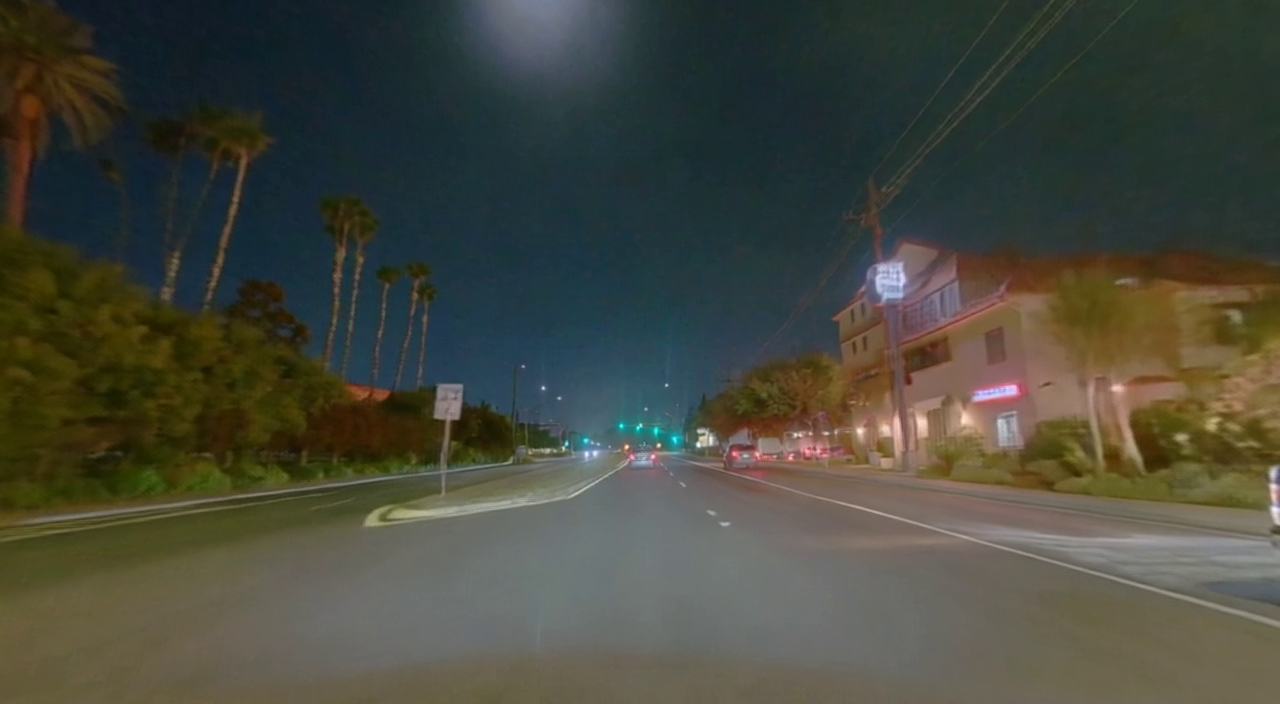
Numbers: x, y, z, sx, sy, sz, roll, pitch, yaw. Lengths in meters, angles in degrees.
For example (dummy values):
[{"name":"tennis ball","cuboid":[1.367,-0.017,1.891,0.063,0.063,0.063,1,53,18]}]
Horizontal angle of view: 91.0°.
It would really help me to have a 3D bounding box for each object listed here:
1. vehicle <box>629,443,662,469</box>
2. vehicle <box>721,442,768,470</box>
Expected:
[{"name":"vehicle","cuboid":[0.333,7.039,42.721,2.138,1.702,4.168,0,-9,0]},{"name":"vehicle","cuboid":[6.753,6.815,41.325,2.252,1.718,4.617,0,-9,0]}]
